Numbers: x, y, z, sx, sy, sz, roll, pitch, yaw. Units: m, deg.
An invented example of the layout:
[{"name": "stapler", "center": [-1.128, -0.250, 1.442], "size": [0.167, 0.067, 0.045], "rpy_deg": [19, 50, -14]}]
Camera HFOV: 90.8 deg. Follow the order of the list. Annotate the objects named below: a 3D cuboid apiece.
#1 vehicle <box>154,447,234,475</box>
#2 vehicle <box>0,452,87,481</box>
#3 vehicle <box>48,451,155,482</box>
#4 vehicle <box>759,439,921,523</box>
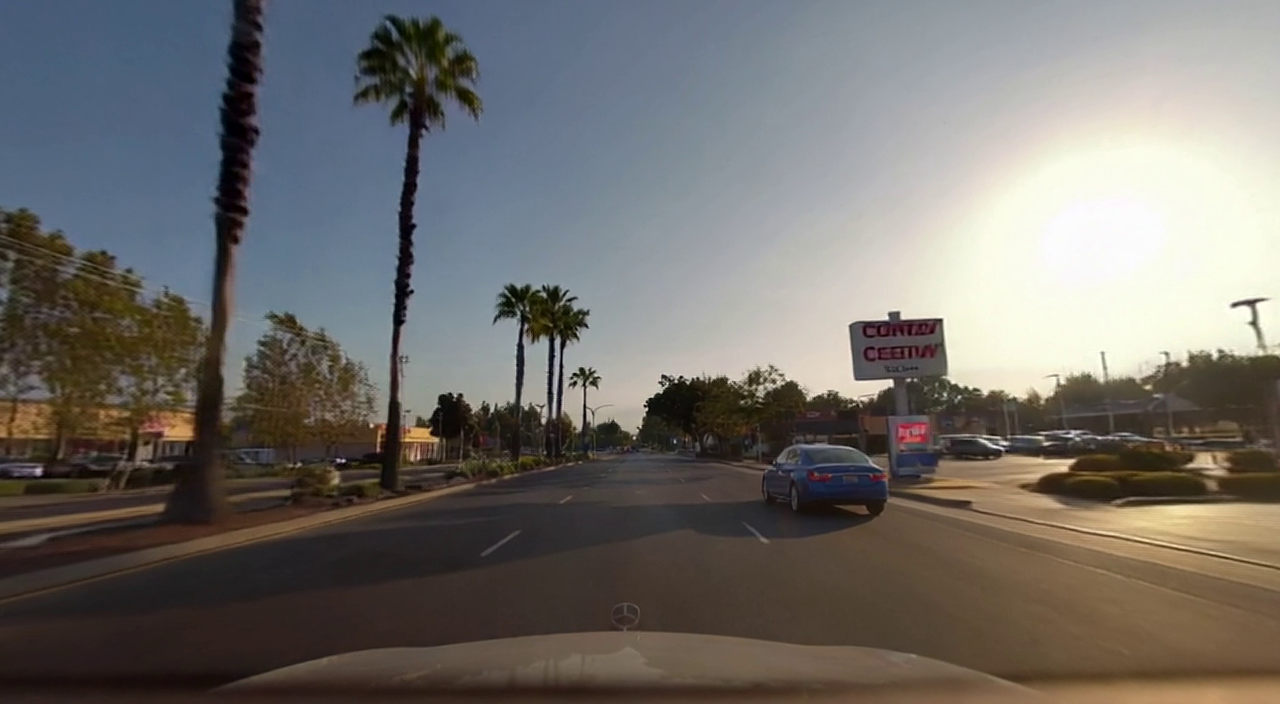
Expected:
[{"name": "vehicle", "center": [-33.301, 8.146, 47.376], "size": [2.216, 1.965, 5.147], "rpy_deg": [0, -9, 0]}, {"name": "vehicle", "center": [-37.413, 7.111, 39.372], "size": [2.052, 1.645, 4.225], "rpy_deg": [0, -9, -2]}, {"name": "vehicle", "center": [-33.439, 7.093, 39.451], "size": [2.347, 1.610, 4.867], "rpy_deg": [-1, -8, 1]}, {"name": "vehicle", "center": [3.897, 2.576, 13.197], "size": [1.978, 1.442, 4.262], "rpy_deg": [0, -8, 0]}]
